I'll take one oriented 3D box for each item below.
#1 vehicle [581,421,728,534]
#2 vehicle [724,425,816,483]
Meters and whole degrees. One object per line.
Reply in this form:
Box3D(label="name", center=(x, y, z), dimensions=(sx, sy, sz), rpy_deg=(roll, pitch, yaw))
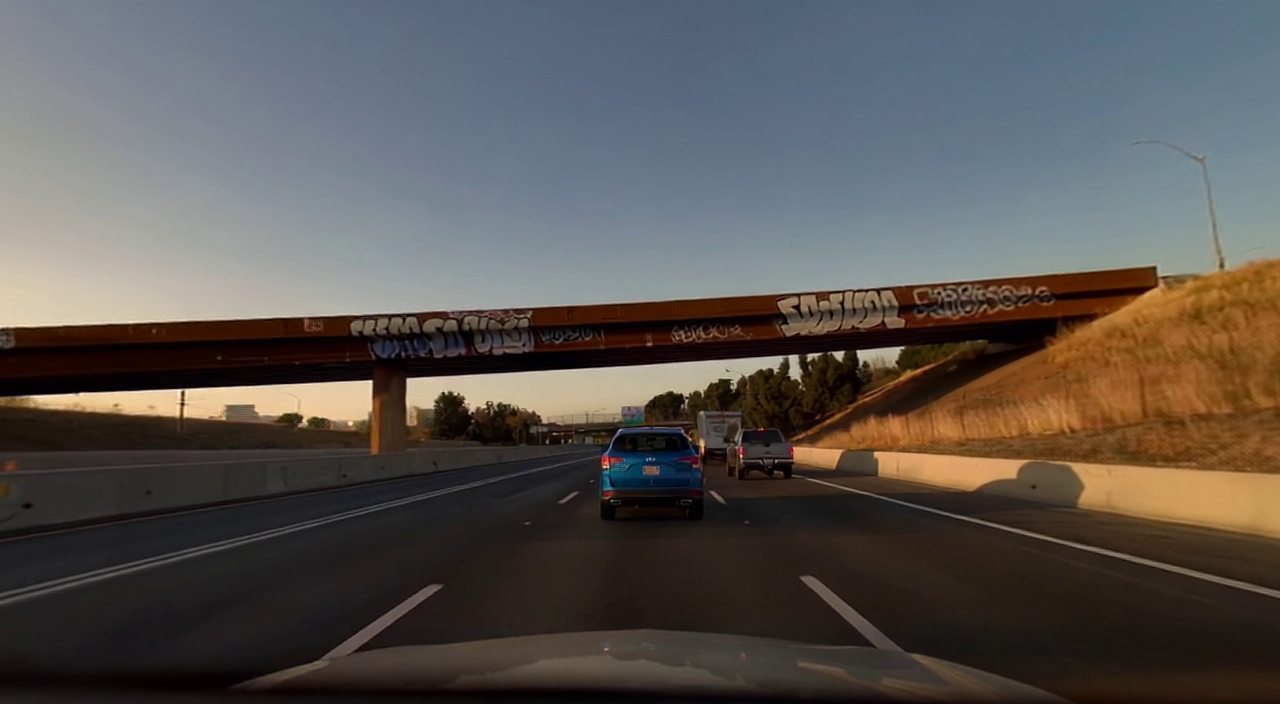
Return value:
Box3D(label="vehicle", center=(0.247, 2.164, 11.423), dimensions=(2.193, 1.651, 3.946), rpy_deg=(-1, -8, 1))
Box3D(label="vehicle", center=(4.725, 3.838, 24.043), dimensions=(2.311, 1.922, 5.977), rpy_deg=(0, -8, 1))
